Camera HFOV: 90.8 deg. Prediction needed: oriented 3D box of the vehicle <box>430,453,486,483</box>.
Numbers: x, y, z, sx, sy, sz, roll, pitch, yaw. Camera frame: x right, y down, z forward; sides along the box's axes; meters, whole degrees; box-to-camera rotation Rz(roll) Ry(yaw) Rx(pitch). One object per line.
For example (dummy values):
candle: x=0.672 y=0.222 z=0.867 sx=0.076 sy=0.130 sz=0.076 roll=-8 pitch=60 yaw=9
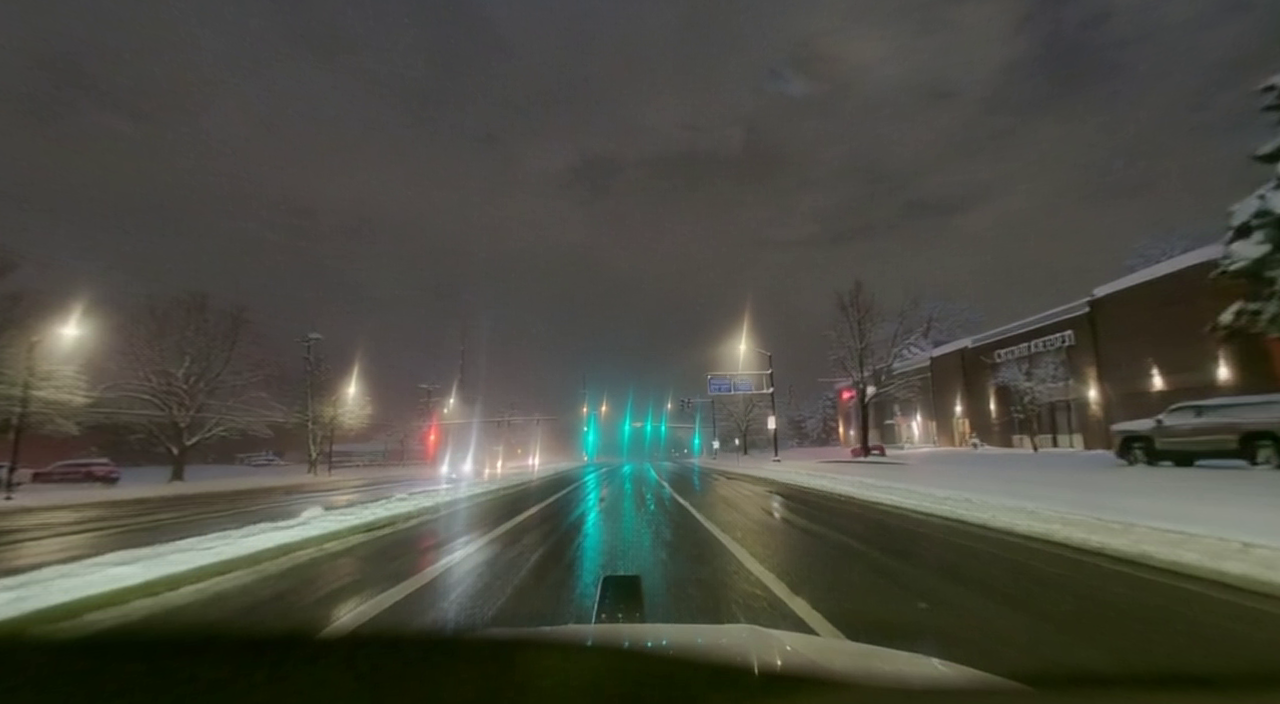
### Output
vehicle: x=-10.158 y=6.476 z=35.601 sx=1.893 sy=1.525 sz=4.237 roll=0 pitch=-8 yaw=0

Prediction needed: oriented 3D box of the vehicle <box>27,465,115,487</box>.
vehicle: x=-43.124 y=9.419 z=47.915 sx=4.690 sy=1.508 sz=2.000 roll=0 pitch=-8 yaw=0

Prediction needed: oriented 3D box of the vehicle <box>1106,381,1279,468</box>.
vehicle: x=16.499 y=2.091 z=17.555 sx=2.228 sy=2.098 sz=5.872 roll=0 pitch=-8 yaw=-5
